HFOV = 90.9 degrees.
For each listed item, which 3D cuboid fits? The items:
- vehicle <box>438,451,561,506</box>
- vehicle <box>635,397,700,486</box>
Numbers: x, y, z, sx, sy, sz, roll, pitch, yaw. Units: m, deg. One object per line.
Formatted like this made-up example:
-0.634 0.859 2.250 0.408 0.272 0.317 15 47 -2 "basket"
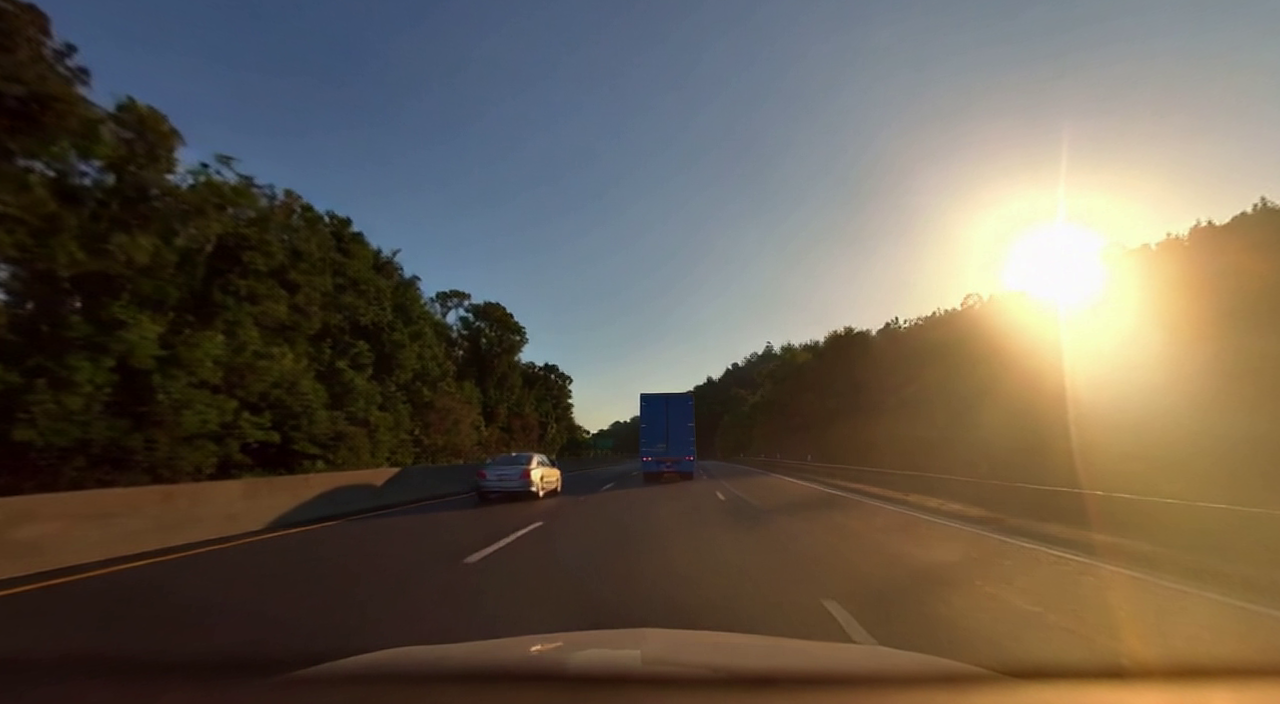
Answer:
-3.854 3.565 18.358 2.133 1.358 4.870 -1 -9 5 "vehicle"
1.556 4.619 32.251 2.821 3.878 8.925 -1 -9 5 "vehicle"
